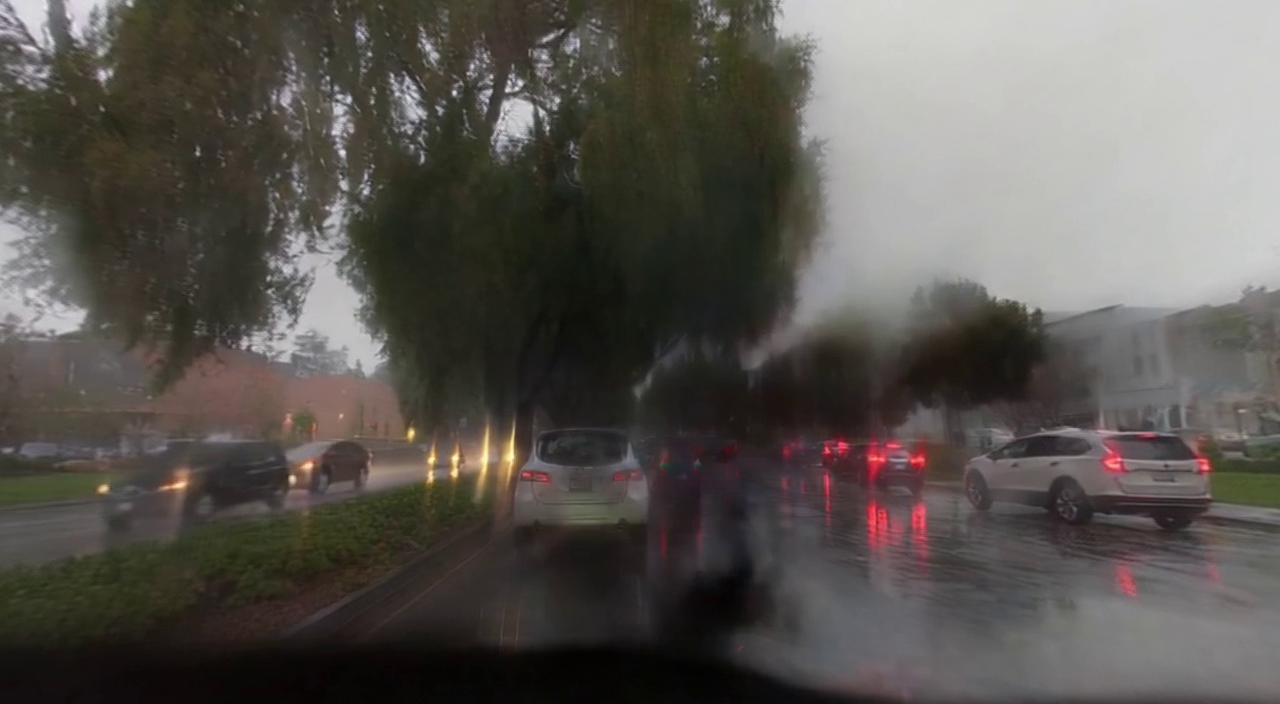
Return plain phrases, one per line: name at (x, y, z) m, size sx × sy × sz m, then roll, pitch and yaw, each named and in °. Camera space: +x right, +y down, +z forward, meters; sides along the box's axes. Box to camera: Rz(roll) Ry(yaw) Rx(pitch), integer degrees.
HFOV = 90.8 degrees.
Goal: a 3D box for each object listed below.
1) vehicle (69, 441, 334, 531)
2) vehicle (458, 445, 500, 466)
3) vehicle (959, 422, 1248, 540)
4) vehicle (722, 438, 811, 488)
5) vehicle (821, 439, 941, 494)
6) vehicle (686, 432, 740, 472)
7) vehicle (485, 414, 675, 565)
vehicle at (-8.371, 2.558, 12.751) m, size 2.039 × 1.466 × 4.553 m, roll 0°, pitch -8°, yaw 1°
vehicle at (-12.134, 7.816, 47.861) m, size 1.981 × 1.463 × 4.395 m, roll 0°, pitch -8°, yaw 1°
vehicle at (7.912, 2.213, 11.508) m, size 2.168 × 1.709 × 4.289 m, roll -1°, pitch -8°, yaw 4°
vehicle at (4.094, 3.669, 21.281) m, size 2.175 × 1.477 × 4.520 m, roll 0°, pitch -8°, yaw 2°
vehicle at (7.255, 3.478, 19.552) m, size 1.977 × 1.485 × 4.308 m, roll 0°, pitch -8°, yaw 0°
vehicle at (3.600, 5.024, 31.997) m, size 2.114 × 1.846 × 4.659 m, roll 0°, pitch -8°, yaw -1°
vehicle at (-0.821, 1.805, 8.988) m, size 2.106 × 1.655 × 3.717 m, roll 1°, pitch -8°, yaw -5°
